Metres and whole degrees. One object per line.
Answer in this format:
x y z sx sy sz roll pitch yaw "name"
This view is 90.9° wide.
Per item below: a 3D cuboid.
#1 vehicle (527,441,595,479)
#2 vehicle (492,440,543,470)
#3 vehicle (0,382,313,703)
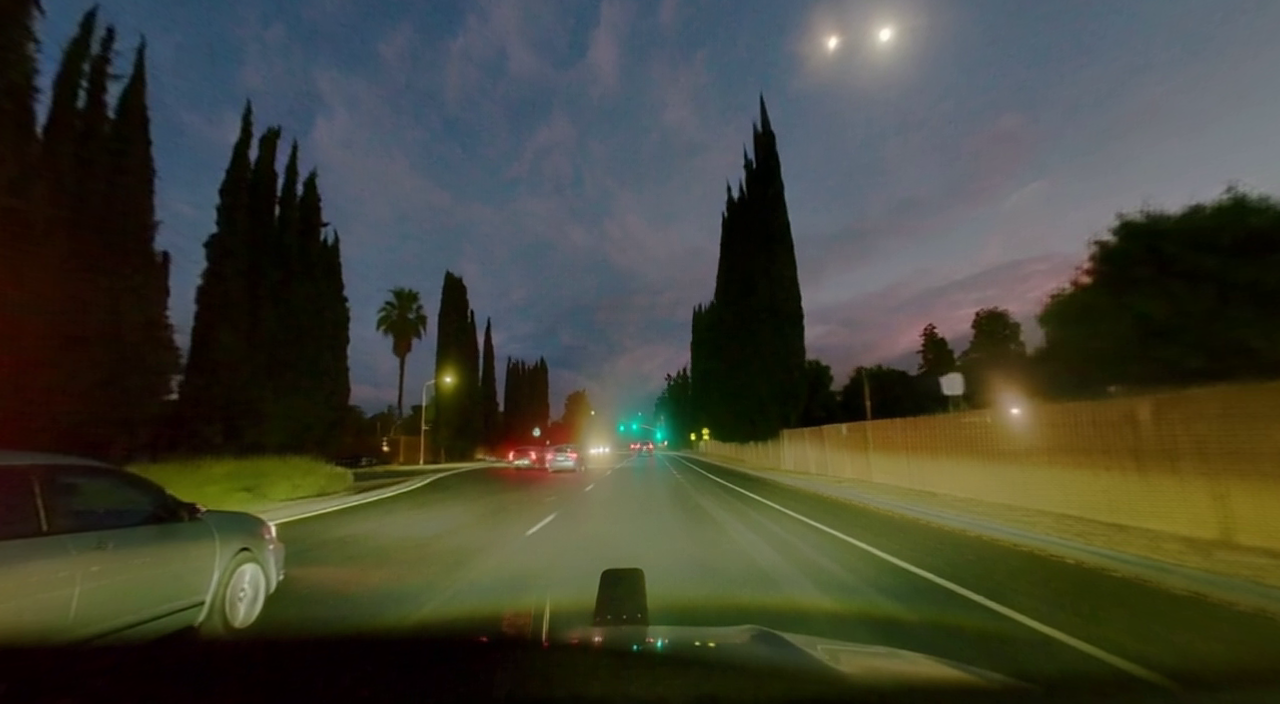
-3.321 4.646 27.488 2.188 1.473 4.651 0 -8 2 "vehicle"
-6.860 5.822 35.814 2.110 1.529 4.743 0 -8 -2 "vehicle"
-3.968 0.923 2.868 2.190 1.545 4.943 0 -8 2 "vehicle"
